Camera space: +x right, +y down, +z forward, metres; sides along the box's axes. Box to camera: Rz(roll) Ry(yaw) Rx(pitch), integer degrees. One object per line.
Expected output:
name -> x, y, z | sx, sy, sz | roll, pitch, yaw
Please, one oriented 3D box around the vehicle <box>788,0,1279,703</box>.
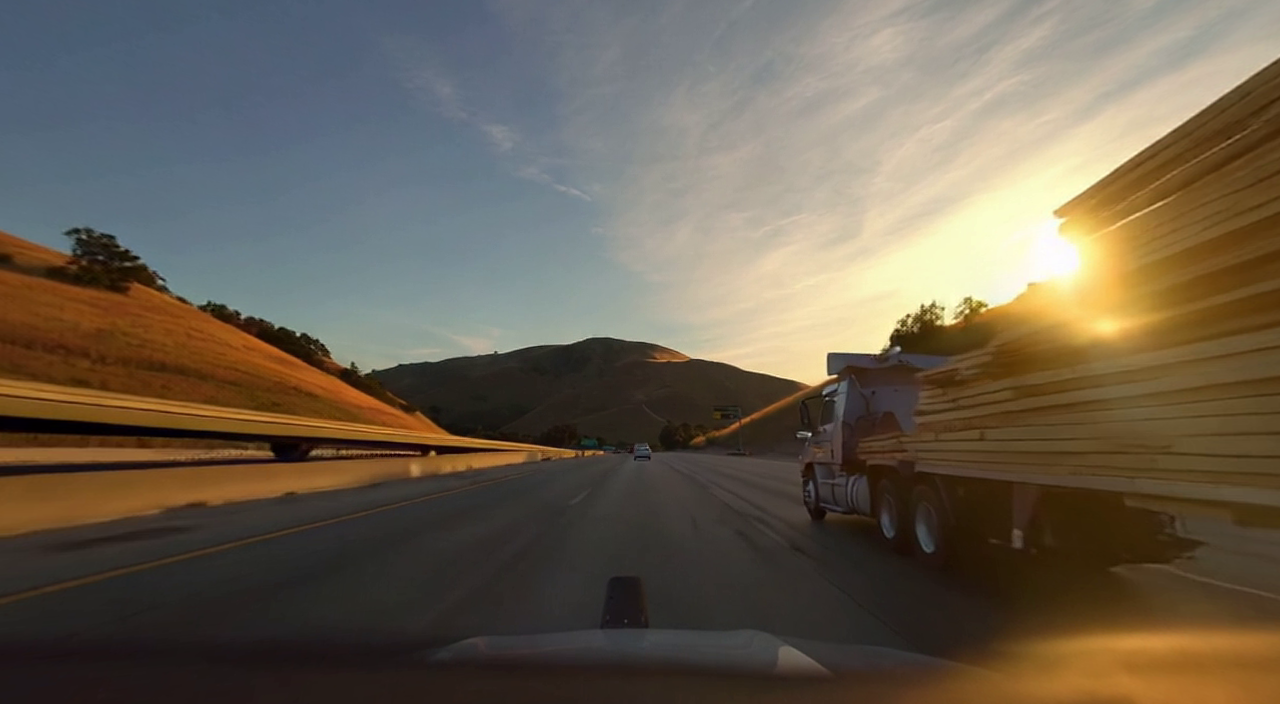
vehicle -> 3.987, 0.629, 4.516 | 3.326, 3.089, 10.642 | 0, -9, 0
